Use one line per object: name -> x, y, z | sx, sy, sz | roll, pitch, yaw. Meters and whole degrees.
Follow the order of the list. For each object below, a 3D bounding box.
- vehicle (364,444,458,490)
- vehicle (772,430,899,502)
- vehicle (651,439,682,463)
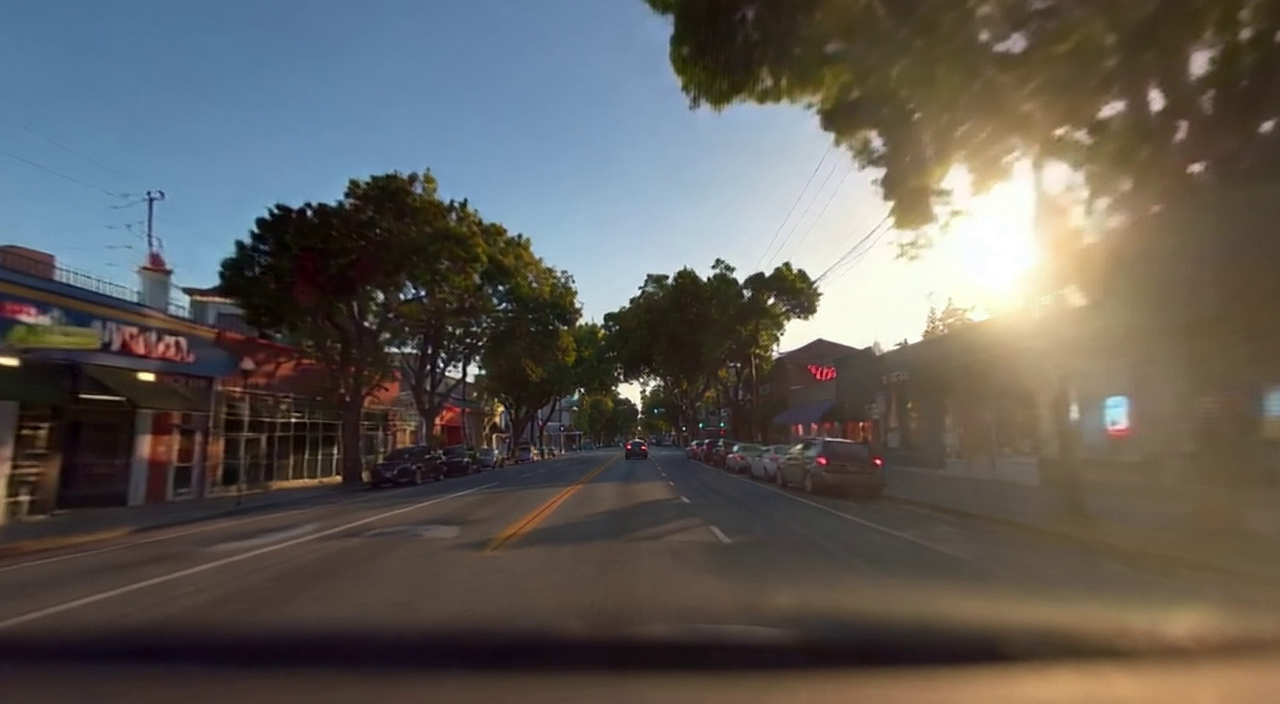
vehicle -> -10.011, 5.038, 28.185 | 2.081, 1.819, 5.607 | 0, -8, 0
vehicle -> 5.525, 3.285, 18.688 | 2.042, 1.787, 5.110 | 0, -8, -1
vehicle -> 1.852, 7.060, 45.032 | 1.998, 1.580, 4.015 | 0, -8, -1
